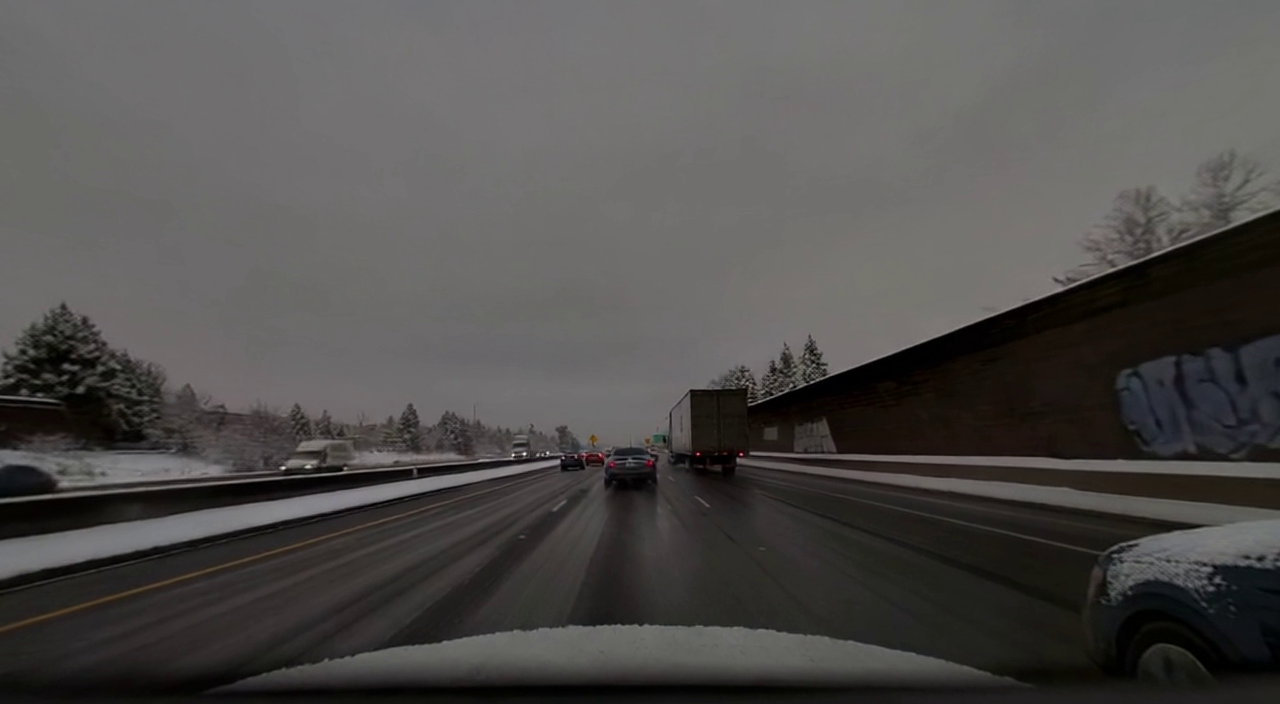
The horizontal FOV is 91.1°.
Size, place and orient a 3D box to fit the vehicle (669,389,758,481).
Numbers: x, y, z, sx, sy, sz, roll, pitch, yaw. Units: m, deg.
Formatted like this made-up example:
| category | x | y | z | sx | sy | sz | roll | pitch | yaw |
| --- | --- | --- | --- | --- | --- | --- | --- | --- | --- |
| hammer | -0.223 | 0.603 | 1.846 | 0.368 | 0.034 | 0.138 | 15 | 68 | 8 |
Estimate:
| category | x | y | z | sx | sy | sz | roll | pitch | yaw |
| --- | --- | --- | --- | --- | --- | --- | --- | --- | --- |
| vehicle | 3.543 | 4.732 | 34.929 | 2.902 | 4.014 | 14.446 | 0 | -9 | -1 |

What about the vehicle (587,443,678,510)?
| category | x | y | z | sx | sy | sz | roll | pitch | yaw |
| --- | --- | --- | --- | --- | --- | --- | --- | --- | --- |
| vehicle | -0.239 | 3.076 | 16.041 | 2.033 | 1.468 | 4.015 | 0 | -9 | -2 |

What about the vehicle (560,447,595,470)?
| category | x | y | z | sx | sy | sz | roll | pitch | yaw |
| --- | --- | --- | --- | --- | --- | --- | --- | --- | --- |
| vehicle | -4.344 | 7.479 | 44.363 | 2.067 | 1.481 | 4.085 | 0 | -9 | 0 |

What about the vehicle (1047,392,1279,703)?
| category | x | y | z | sx | sy | sz | roll | pitch | yaw |
| --- | --- | --- | --- | --- | --- | --- | --- | --- | --- |
| vehicle | 3.295 | 0.712 | 1.057 | 1.996 | 1.497 | 4.754 | 0 | -9 | 0 |

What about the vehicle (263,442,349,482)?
| category | x | y | z | sx | sy | sz | roll | pitch | yaw |
| --- | --- | --- | --- | --- | --- | --- | --- | --- | --- |
| vehicle | -20.443 | 6.708 | 38.813 | 2.288 | 2.238 | 5.370 | -1 | -9 | 0 |
